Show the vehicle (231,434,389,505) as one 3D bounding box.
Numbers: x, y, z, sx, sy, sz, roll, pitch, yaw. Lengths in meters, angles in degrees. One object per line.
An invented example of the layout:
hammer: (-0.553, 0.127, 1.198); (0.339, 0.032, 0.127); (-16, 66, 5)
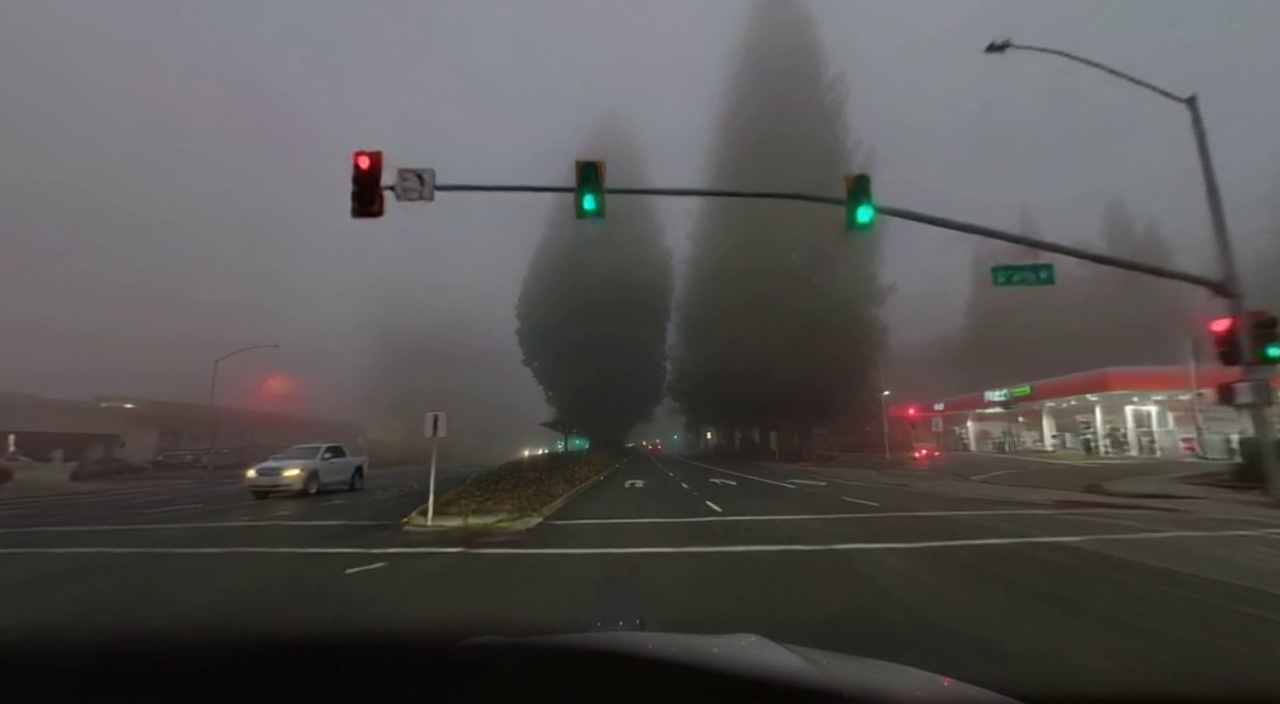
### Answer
vehicle: (-8.450, 3.048, 16.706); (1.913, 1.478, 4.312); (-4, -9, -1)
